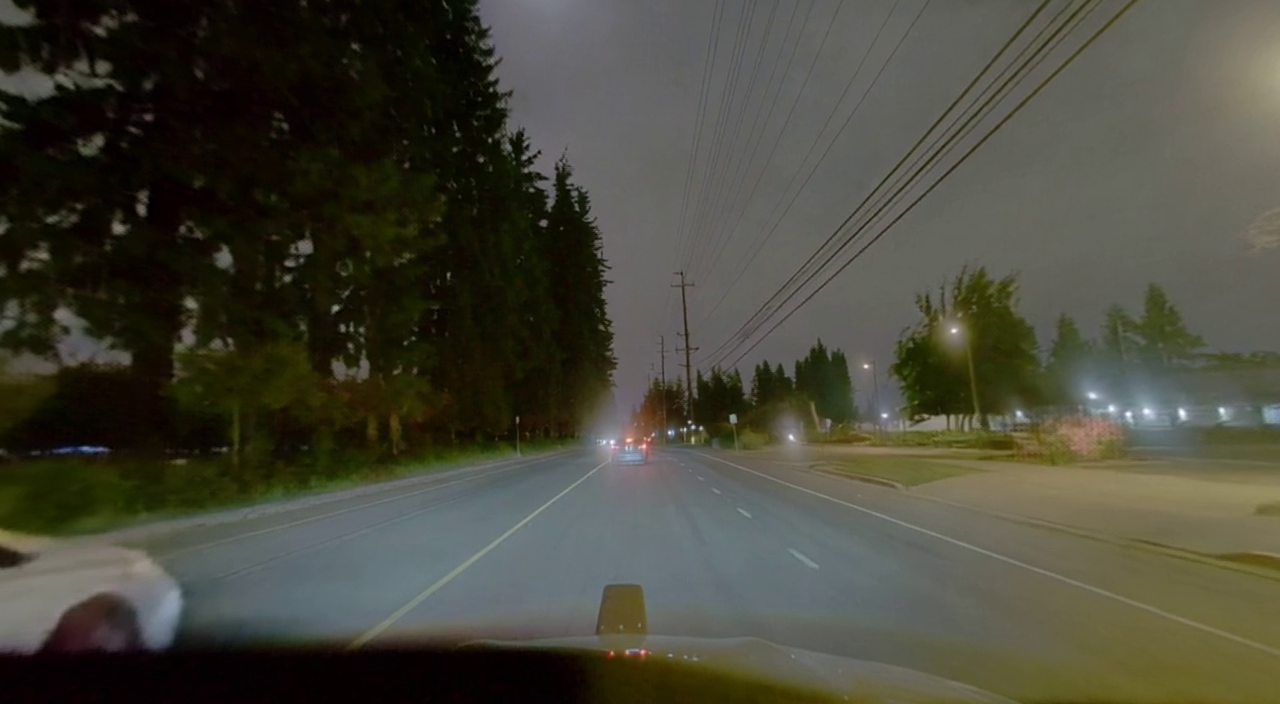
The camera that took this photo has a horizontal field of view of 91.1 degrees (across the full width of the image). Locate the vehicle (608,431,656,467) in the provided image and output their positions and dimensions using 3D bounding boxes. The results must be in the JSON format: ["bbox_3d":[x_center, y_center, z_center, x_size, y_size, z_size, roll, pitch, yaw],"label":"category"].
[{"bbox_3d":[-0.335,4.266,27.817,1.991,1.463,3.988,0,-8,0],"label":"vehicle"}]
